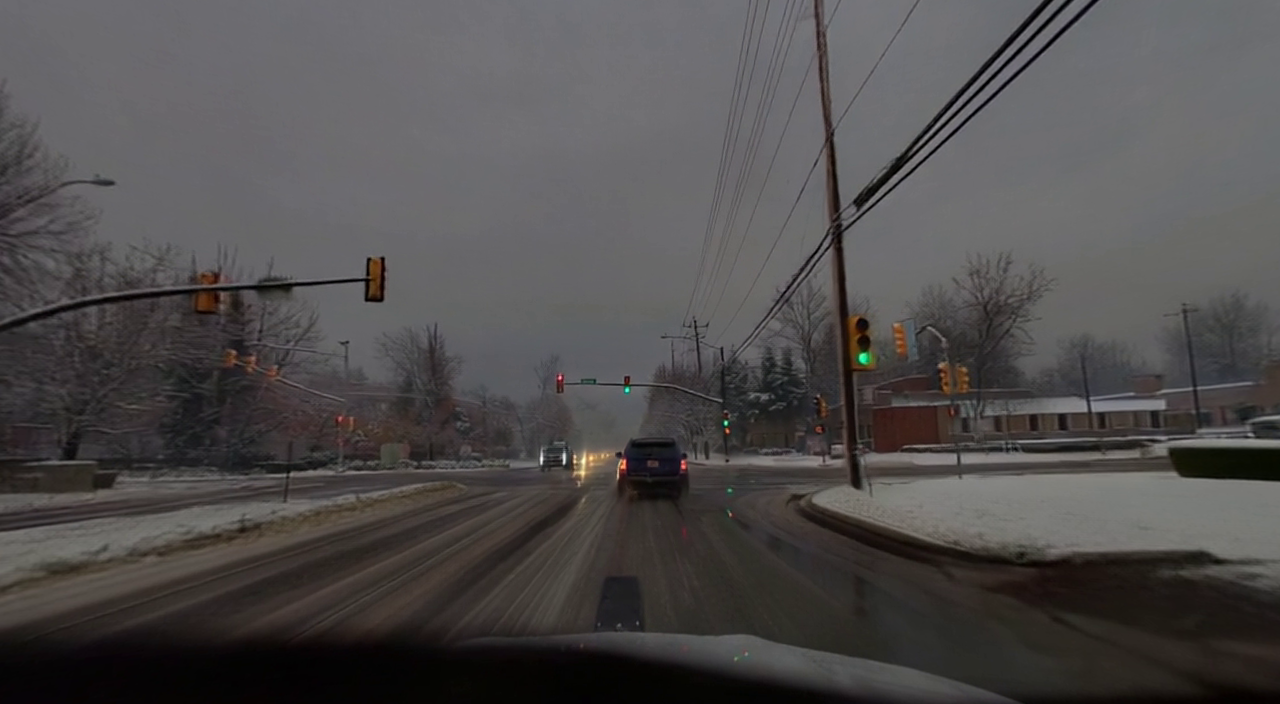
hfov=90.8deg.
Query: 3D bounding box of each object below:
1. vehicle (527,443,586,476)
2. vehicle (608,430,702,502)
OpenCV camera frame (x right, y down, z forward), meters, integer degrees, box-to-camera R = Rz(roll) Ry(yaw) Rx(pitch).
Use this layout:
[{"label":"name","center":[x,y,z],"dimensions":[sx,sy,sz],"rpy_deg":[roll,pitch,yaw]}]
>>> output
[{"label":"vehicle","center":[-3.939,5.119,30.412],"dimensions":[2.153,1.474,4.284],"rpy_deg":[0,-8,1]},{"label":"vehicle","center":[0.337,2.915,16.614],"dimensions":[2.156,1.636,3.923],"rpy_deg":[0,-8,0]}]
